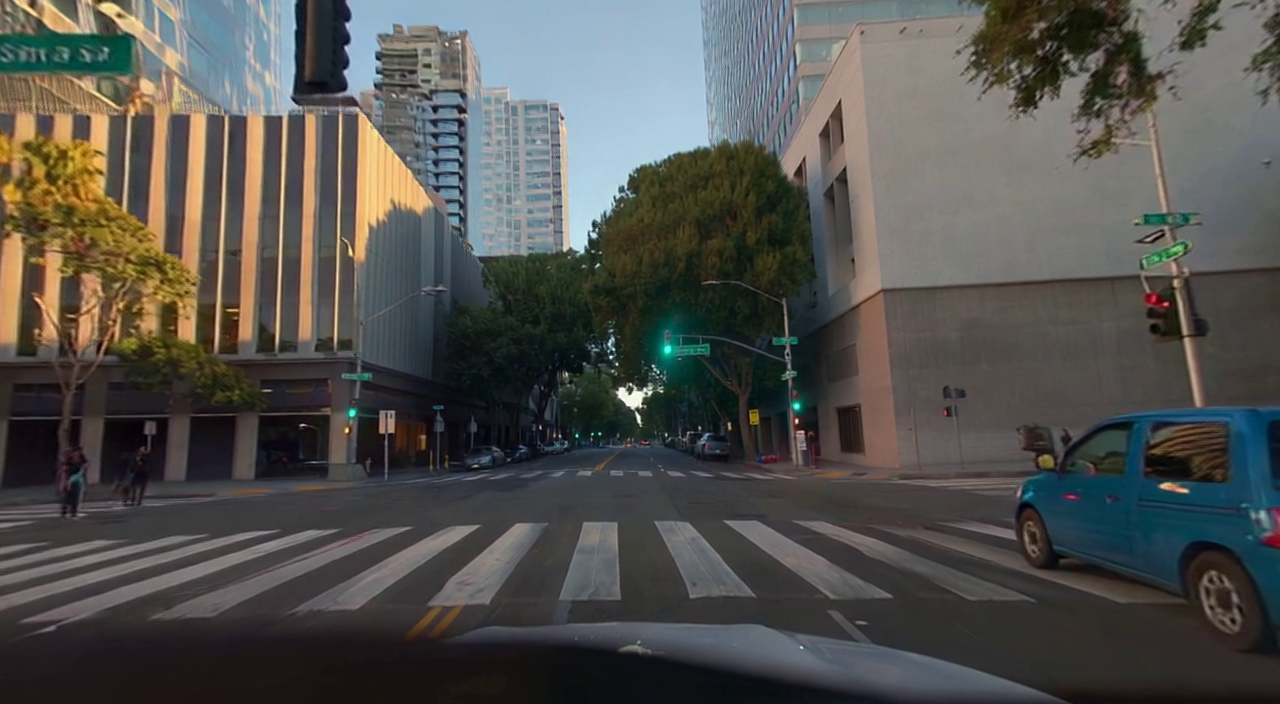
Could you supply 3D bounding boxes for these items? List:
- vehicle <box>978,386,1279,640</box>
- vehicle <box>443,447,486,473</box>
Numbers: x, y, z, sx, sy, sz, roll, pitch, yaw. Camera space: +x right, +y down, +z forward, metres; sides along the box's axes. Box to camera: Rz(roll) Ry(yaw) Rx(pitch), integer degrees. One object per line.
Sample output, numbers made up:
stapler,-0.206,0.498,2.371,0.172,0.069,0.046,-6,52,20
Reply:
vehicle,5.589,1.347,5.827,2.070,1.804,4.881,0,-8,-2
vehicle,-12.438,7.653,45.086,1.935,1.639,4.244,-3,-8,-2
